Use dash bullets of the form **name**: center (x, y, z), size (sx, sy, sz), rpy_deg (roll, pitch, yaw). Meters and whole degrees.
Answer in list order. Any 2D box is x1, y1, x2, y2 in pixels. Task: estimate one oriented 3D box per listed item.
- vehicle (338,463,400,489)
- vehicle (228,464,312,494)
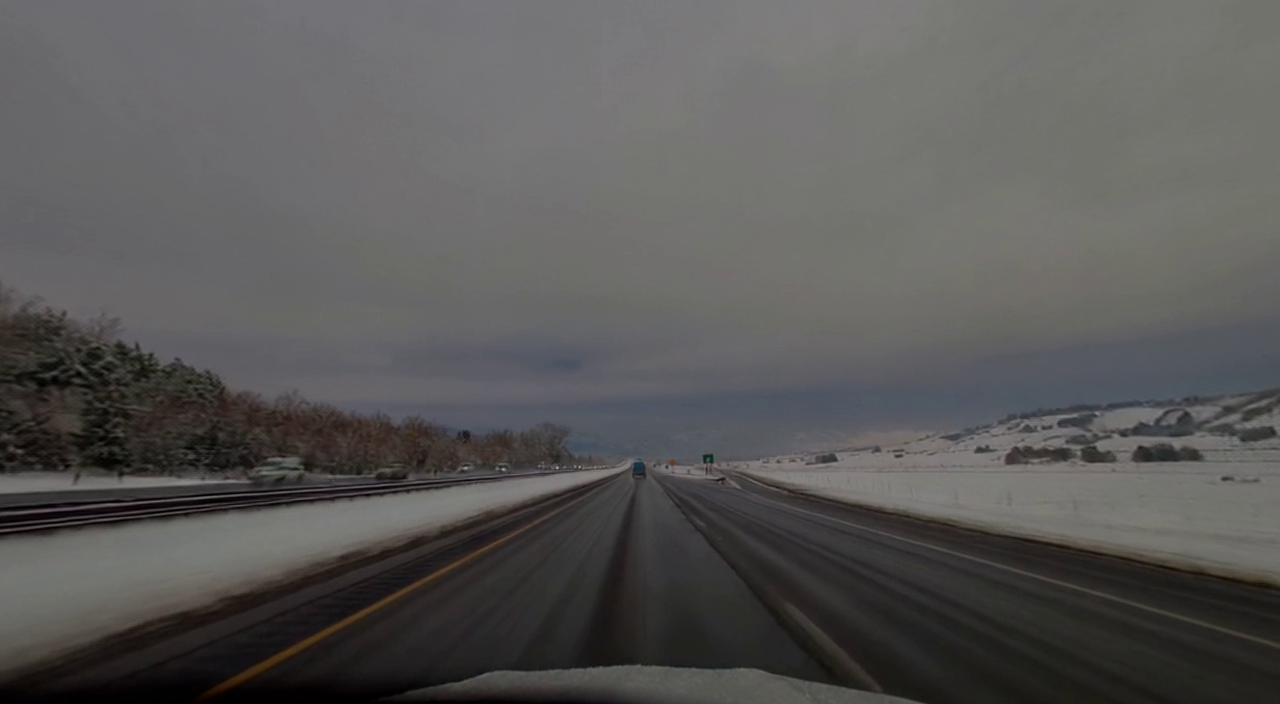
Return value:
- **vehicle**: center (-16.006, 7.351, 37.420), size (1.869, 1.425, 4.143), rpy_deg (1, -11, -1)
- **vehicle**: center (-19.186, 6.608, 32.919), size (1.829, 1.409, 4.202), rpy_deg (1, -11, 0)
